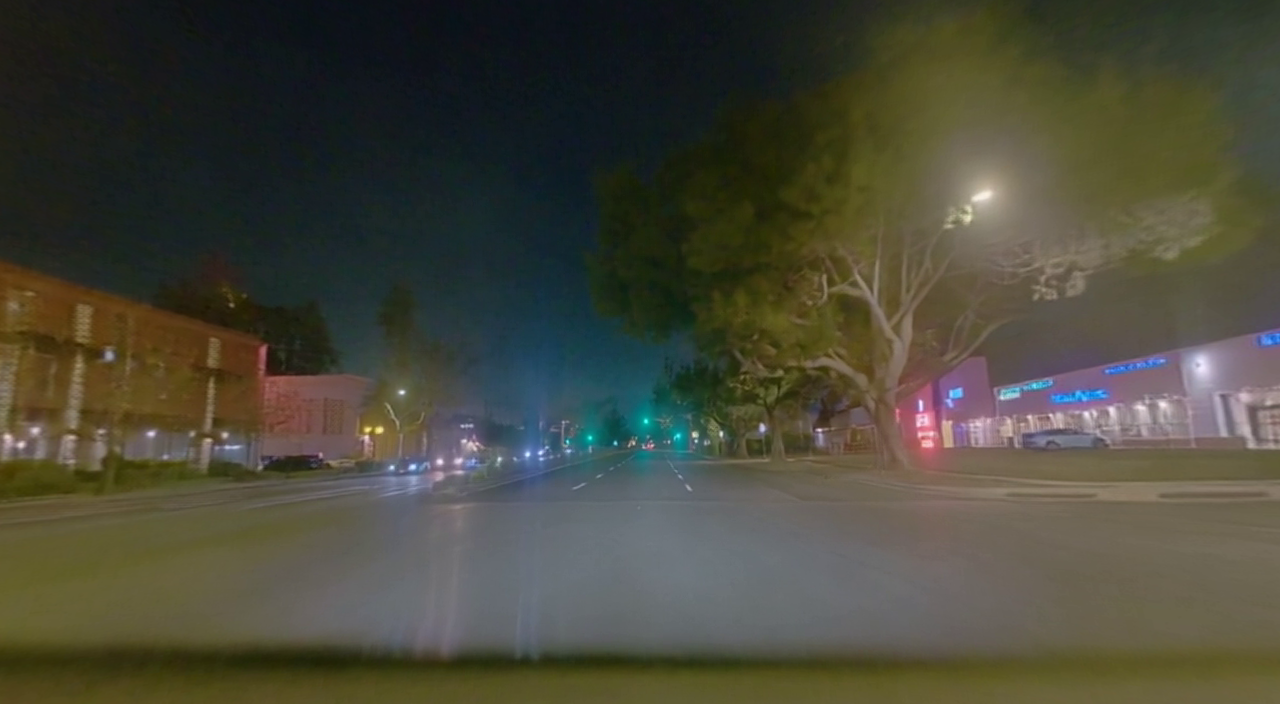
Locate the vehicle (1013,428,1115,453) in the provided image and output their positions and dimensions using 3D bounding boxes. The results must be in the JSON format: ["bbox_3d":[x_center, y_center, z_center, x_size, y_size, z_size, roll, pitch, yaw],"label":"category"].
[{"bbox_3d":[25.984,5.463,38.892,4.942,1.435,1.987,-4,-9,28],"label":"vehicle"}]

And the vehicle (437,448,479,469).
[{"bbox_3d":[-14.255,8.327,49.504,1.963,1.487,4.331,-2,-8,1],"label":"vehicle"}]

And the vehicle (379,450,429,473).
[{"bbox_3d":[-17.804,8.272,47.708,1.945,1.486,4.652,-2,-8,1],"label":"vehicle"}]
